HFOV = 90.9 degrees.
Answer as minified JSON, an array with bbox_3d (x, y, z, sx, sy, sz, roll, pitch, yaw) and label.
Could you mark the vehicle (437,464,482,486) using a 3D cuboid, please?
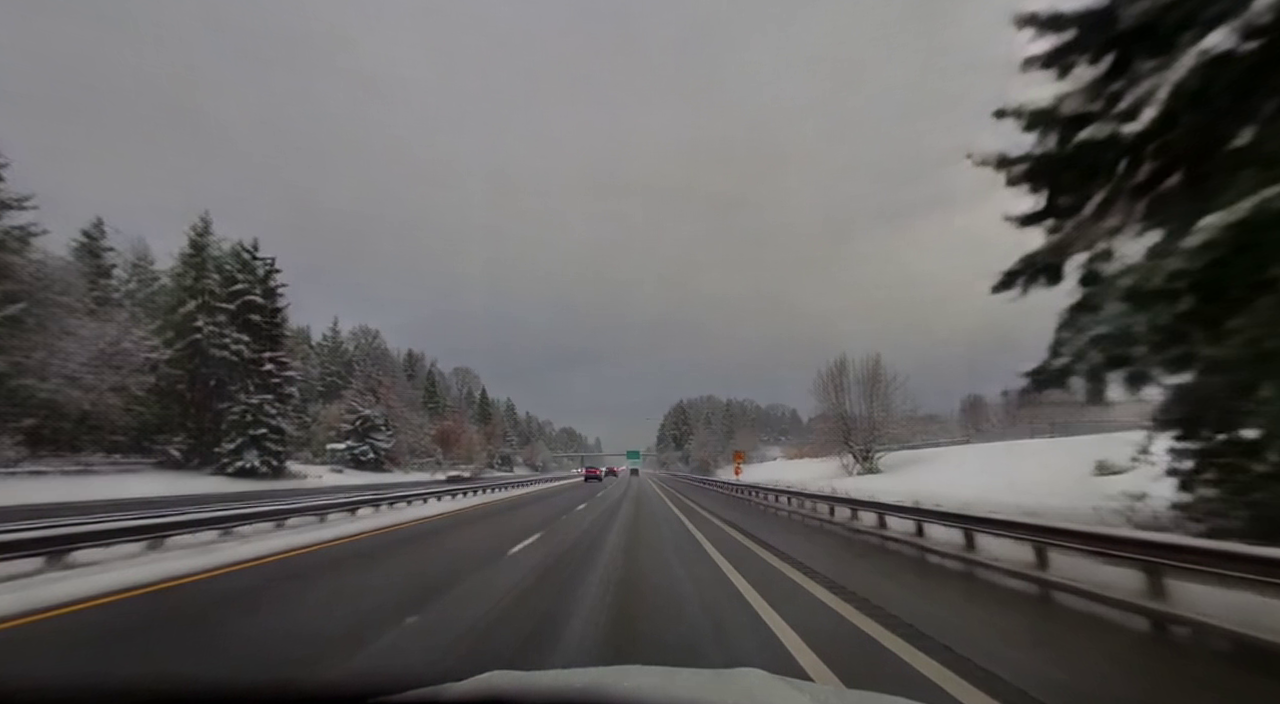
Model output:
[{"bbox_3d":[-13.218,9.065,46.491,1.983,1.520,4.466,1,-11,0],"label":"vehicle"}]
